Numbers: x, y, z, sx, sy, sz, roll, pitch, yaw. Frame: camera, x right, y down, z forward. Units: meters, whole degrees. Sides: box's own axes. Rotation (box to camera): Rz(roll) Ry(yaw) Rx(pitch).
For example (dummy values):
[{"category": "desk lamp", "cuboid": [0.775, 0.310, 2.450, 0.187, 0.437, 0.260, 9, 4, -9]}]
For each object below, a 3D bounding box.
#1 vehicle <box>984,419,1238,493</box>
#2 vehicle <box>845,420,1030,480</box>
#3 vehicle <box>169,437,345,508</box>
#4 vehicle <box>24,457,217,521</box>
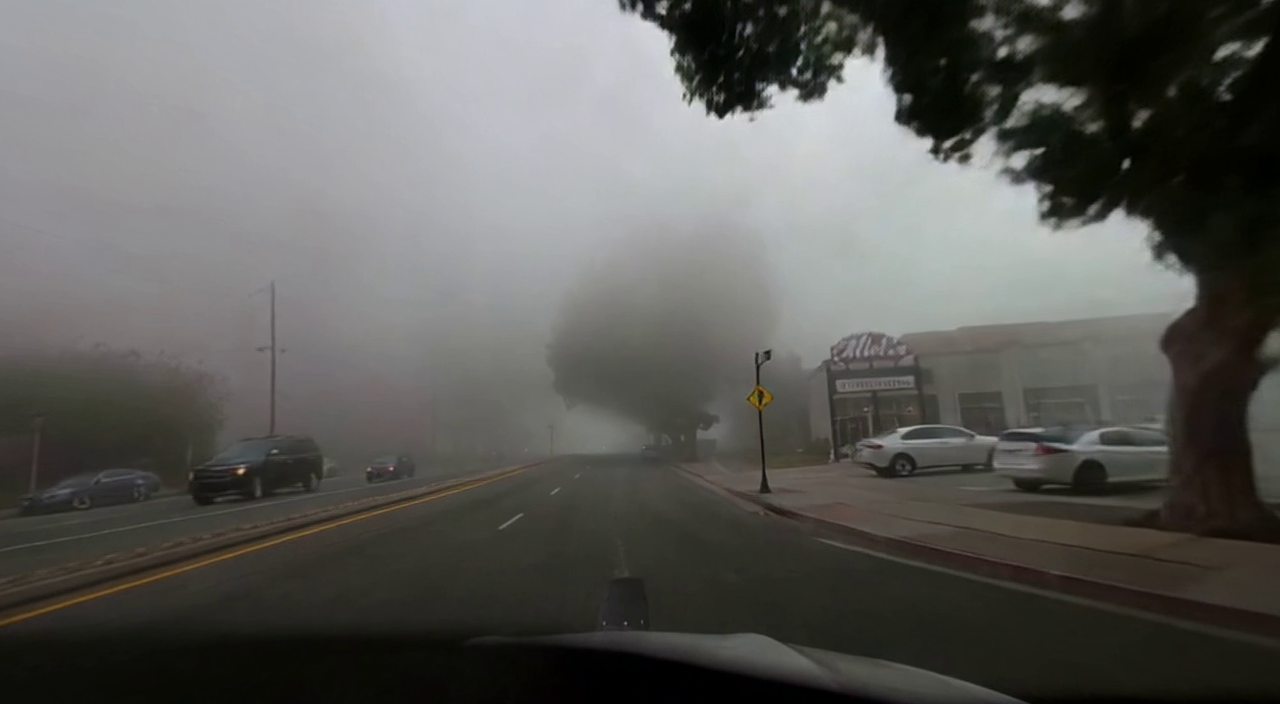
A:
[{"category": "vehicle", "cuboid": [10.139, 2.254, 13.757, 4.257, 1.474, 1.751, 1, -9, -6]}, {"category": "vehicle", "cuboid": [9.282, 3.077, 19.923, 4.843, 1.748, 1.985, 1, -9, -5]}, {"category": "vehicle", "cuboid": [-12.253, 3.854, 20.861, 2.228, 1.976, 5.857, 0, -8, -1]}, {"category": "vehicle", "cuboid": [-15.575, 4.088, 19.345, 2.093, 1.474, 4.638, -3, -8, -2]}]
